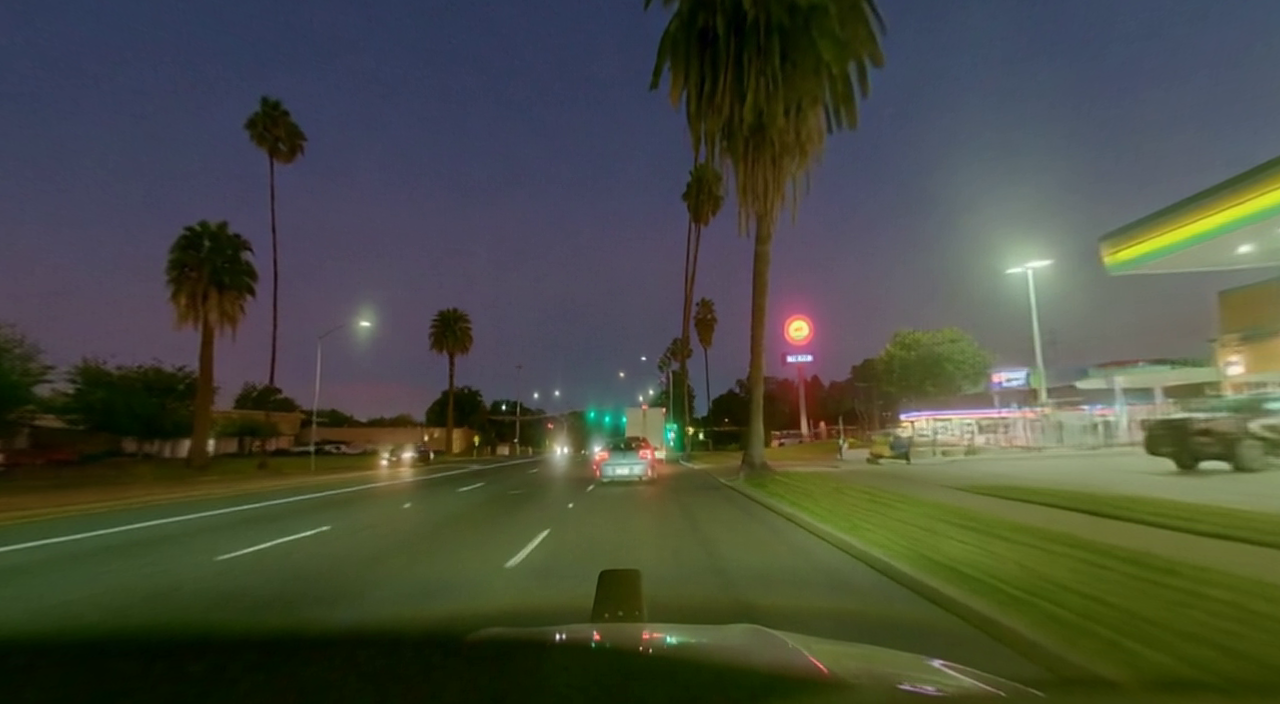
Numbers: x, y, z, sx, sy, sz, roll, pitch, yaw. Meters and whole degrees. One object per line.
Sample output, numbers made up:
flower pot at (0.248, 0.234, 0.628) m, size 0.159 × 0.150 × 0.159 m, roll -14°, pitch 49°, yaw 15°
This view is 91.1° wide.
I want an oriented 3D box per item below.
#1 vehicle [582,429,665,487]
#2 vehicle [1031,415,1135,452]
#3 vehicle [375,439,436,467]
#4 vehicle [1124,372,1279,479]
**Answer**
vehicle at (-0.379, 3.056, 18.476) m, size 2.145 × 1.483 × 4.453 m, roll 0°, pitch -8°, yaw 1°
vehicle at (22.110, 4.147, 31.598) m, size 1.853 × 1.698 × 4.468 m, roll 1°, pitch -8°, yaw -2°
vehicle at (-13.534, 5.848, 36.569) m, size 1.923 × 1.490 × 4.372 m, roll 0°, pitch -8°, yaw -1°
vehicle at (12.168, 1.371, 11.408) m, size 5.061 × 1.721 × 2.162 m, roll 1°, pitch -8°, yaw -4°
